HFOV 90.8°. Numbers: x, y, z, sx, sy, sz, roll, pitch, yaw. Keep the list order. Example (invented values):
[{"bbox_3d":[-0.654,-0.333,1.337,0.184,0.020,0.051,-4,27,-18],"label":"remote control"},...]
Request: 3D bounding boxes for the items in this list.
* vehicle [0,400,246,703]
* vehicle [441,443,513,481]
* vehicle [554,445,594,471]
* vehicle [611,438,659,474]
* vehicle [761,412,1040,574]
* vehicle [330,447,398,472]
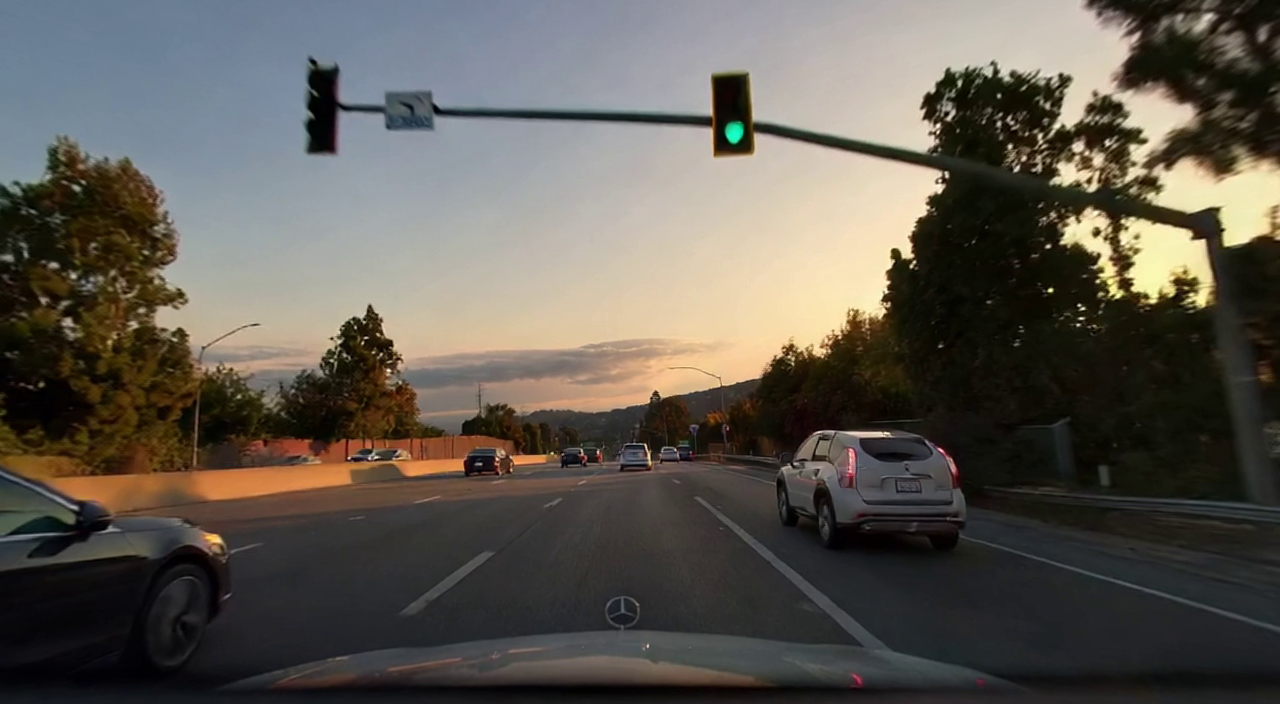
[{"bbox_3d":[-3.451,0.795,1.325,2.130,1.514,4.766,0,-8,1],"label":"vehicle"},{"bbox_3d":[-6.959,4.707,27.397,1.980,1.519,4.147,0,-8,0],"label":"vehicle"},{"bbox_3d":[-3.921,6.369,38.112,1.968,1.473,4.209,0,-8,0],"label":"vehicle"},{"bbox_3d":[-0.266,5.526,33.833,2.408,1.748,4.217,0,-8,-1],"label":"vehicle"},{"bbox_3d":[3.233,1.852,9.111,2.029,1.716,4.545,0,-8,-1],"label":"vehicle"},{"bbox_3d":[-17.070,6.651,39.328,2.045,1.482,4.665,0,-8,1],"label":"vehicle"}]
